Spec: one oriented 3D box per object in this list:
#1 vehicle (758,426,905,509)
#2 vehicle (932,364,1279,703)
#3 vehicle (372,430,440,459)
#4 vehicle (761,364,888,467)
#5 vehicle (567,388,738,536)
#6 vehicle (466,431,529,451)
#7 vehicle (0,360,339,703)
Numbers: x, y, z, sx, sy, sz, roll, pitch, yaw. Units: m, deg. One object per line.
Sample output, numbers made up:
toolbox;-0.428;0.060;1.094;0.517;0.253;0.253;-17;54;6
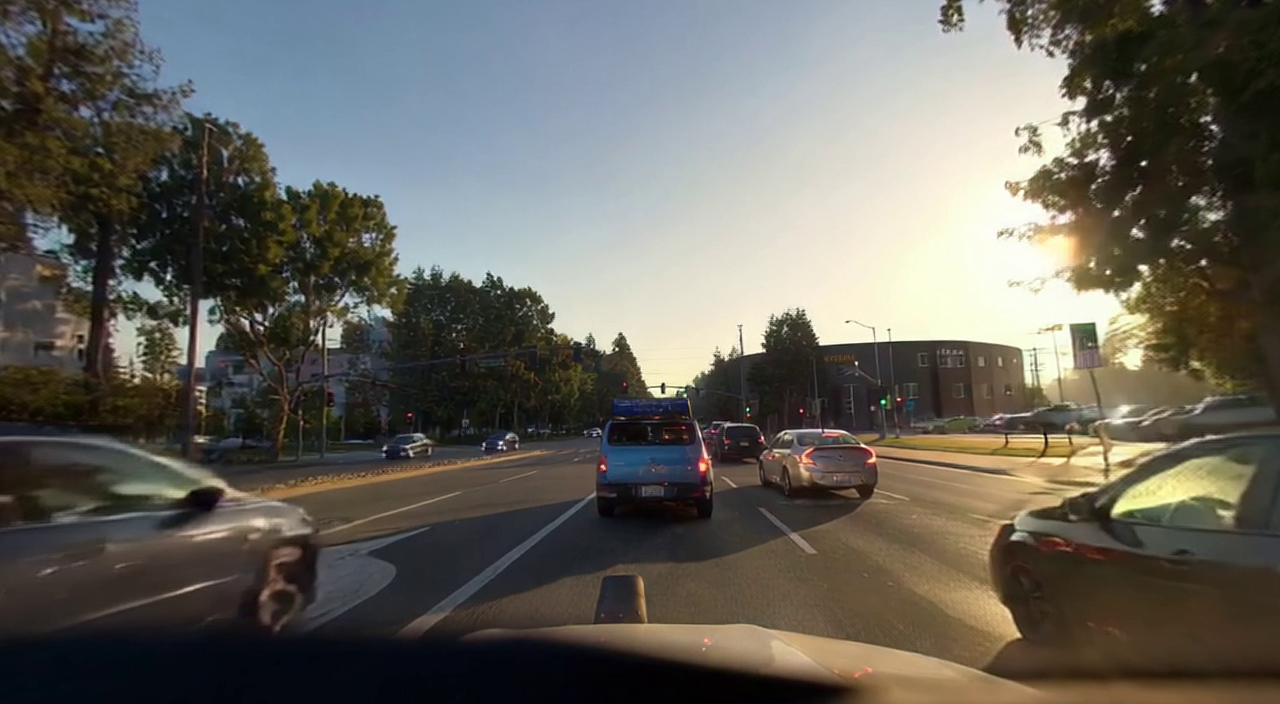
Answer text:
vehicle;3.778;2.354;13.240;1.862;1.451;4.083;0;-9;1
vehicle;3.226;0.887;2.646;2.109;1.500;4.585;0;-9;5
vehicle;-14.917;5.951;40.386;2.018;1.715;4.451;-1;-9;10
vehicle;7.825;3.049;28.304;2.965;3.900;9.064;0;-9;0
vehicle;0.281;1.752;10.426;2.188;1.892;4.488;0;-9;3
vehicle;-11.058;6.959;49.102;4.650;1.489;2.005;1;-9;-8
vehicle;-3.174;0.793;2.173;2.010;1.515;4.152;0;-9;3
